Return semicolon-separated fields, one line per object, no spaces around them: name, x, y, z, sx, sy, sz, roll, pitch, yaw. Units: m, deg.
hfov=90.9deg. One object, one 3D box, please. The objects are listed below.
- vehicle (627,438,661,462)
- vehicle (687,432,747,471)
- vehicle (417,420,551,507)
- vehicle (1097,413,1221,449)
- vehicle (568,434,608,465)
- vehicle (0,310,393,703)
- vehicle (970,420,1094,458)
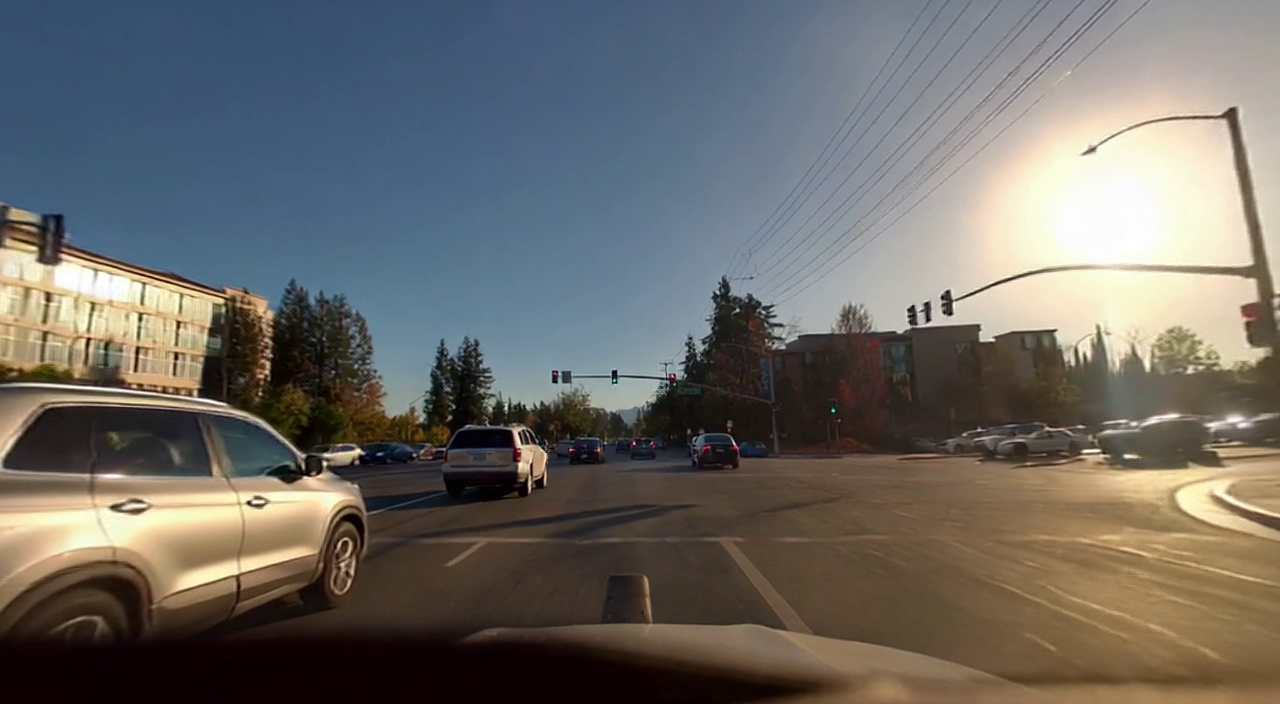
vehicle;0.260;6.506;42.101;2.185;1.515;4.215;0;-8;1
vehicle;3.565;4.709;30.037;2.201;1.734;4.564;0;-8;-1
vehicle;-3.467;2.562;14.963;1.958;1.744;4.315;0;-8;2
vehicle;26.236;4.010;31.973;4.439;1.748;2.037;0;-8;1
vehicle;-2.958;5.652;36.595;1.900;1.677;4.128;0;-8;2
vehicle;-3.382;0.918;3.582;2.127;1.754;4.287;0;-8;1
vehicle;19.724;4.401;31.820;5.033;1.802;1.928;1;-8;-5
